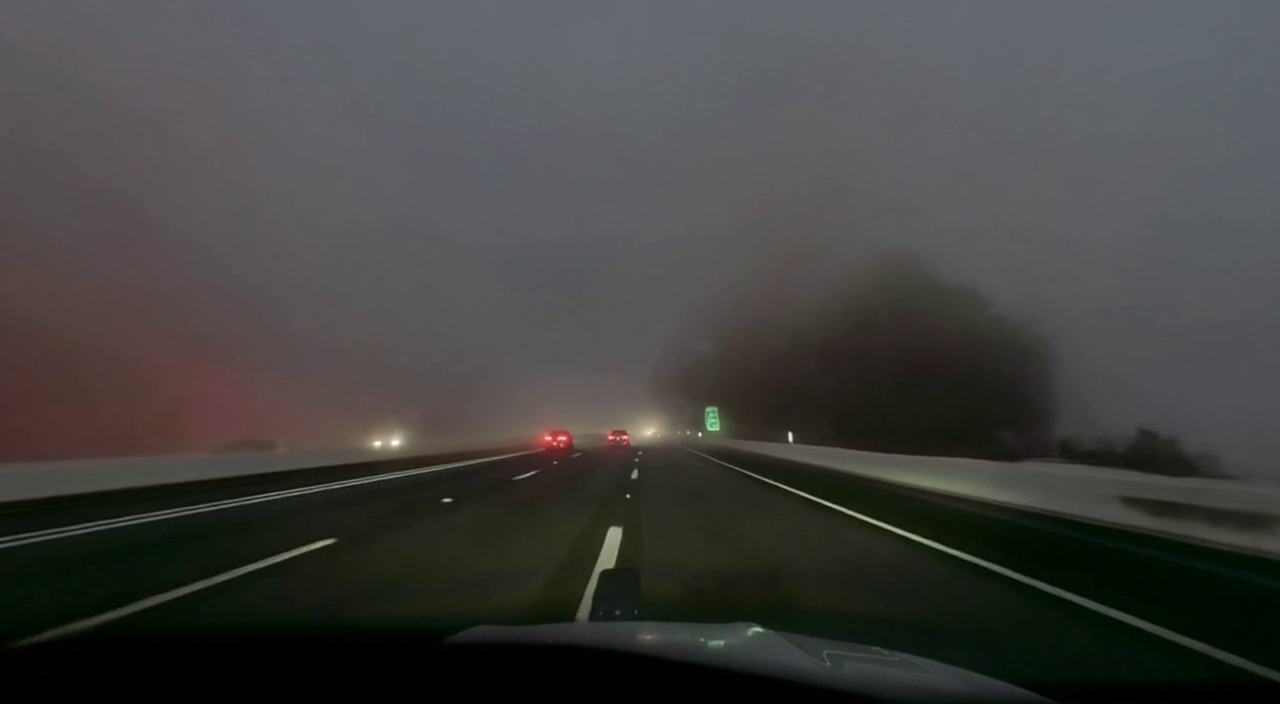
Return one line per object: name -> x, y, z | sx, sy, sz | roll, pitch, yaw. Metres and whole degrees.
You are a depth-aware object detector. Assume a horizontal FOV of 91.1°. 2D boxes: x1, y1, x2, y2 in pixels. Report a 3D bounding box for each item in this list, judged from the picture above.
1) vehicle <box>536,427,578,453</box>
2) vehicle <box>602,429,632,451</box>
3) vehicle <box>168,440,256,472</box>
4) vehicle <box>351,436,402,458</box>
vehicle -> -5.457, 5.881, 42.027 | 2.113, 1.632, 4.409 | 0, -8, 1
vehicle -> -1.697, 6.663, 47.693 | 2.064, 1.571, 4.225 | 0, -8, 1
vehicle -> -21.861, 5.294, 32.295 | 1.773, 1.477, 3.848 | 0, -8, 1
vehicle -> -18.547, 6.691, 44.432 | 1.806, 1.463, 4.039 | 0, -8, 0
